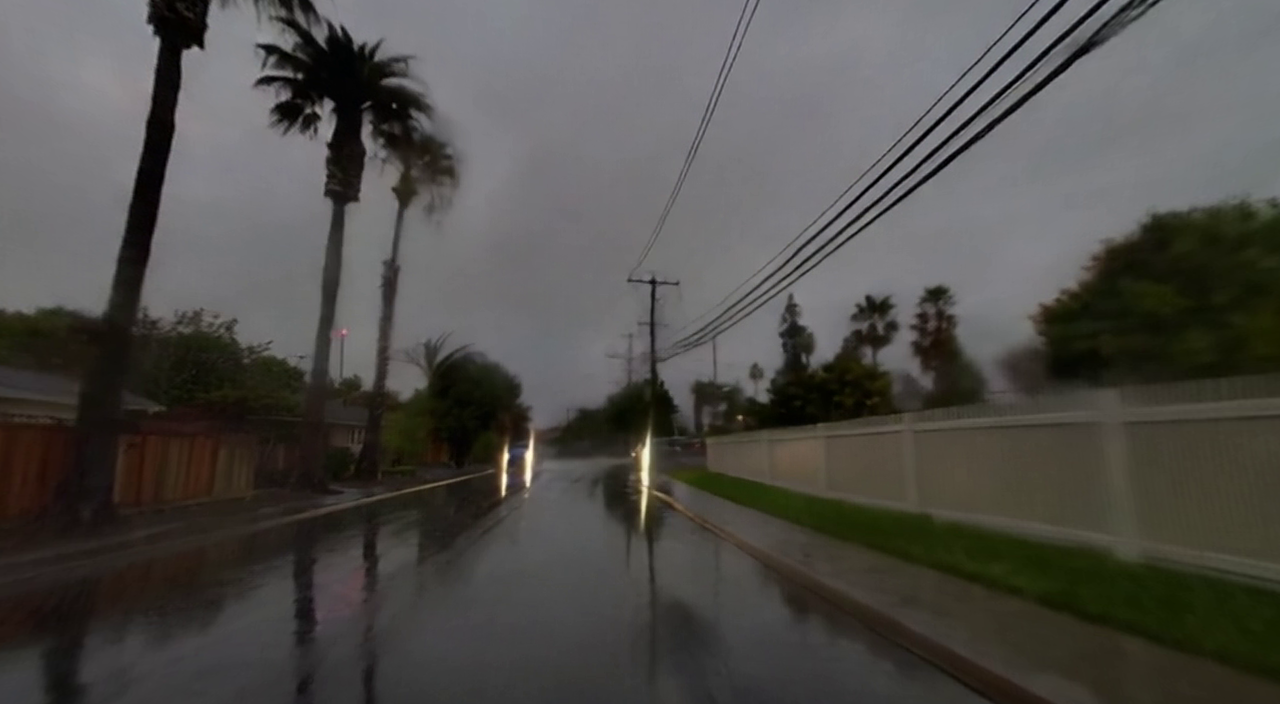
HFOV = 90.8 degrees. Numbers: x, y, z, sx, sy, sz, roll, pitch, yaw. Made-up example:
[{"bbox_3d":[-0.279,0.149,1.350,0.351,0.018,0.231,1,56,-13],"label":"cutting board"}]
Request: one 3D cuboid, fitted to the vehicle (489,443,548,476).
[{"bbox_3d":[-6.735,6.021,35.691,2.208,1.758,4.529,0,-8,3],"label":"vehicle"}]
